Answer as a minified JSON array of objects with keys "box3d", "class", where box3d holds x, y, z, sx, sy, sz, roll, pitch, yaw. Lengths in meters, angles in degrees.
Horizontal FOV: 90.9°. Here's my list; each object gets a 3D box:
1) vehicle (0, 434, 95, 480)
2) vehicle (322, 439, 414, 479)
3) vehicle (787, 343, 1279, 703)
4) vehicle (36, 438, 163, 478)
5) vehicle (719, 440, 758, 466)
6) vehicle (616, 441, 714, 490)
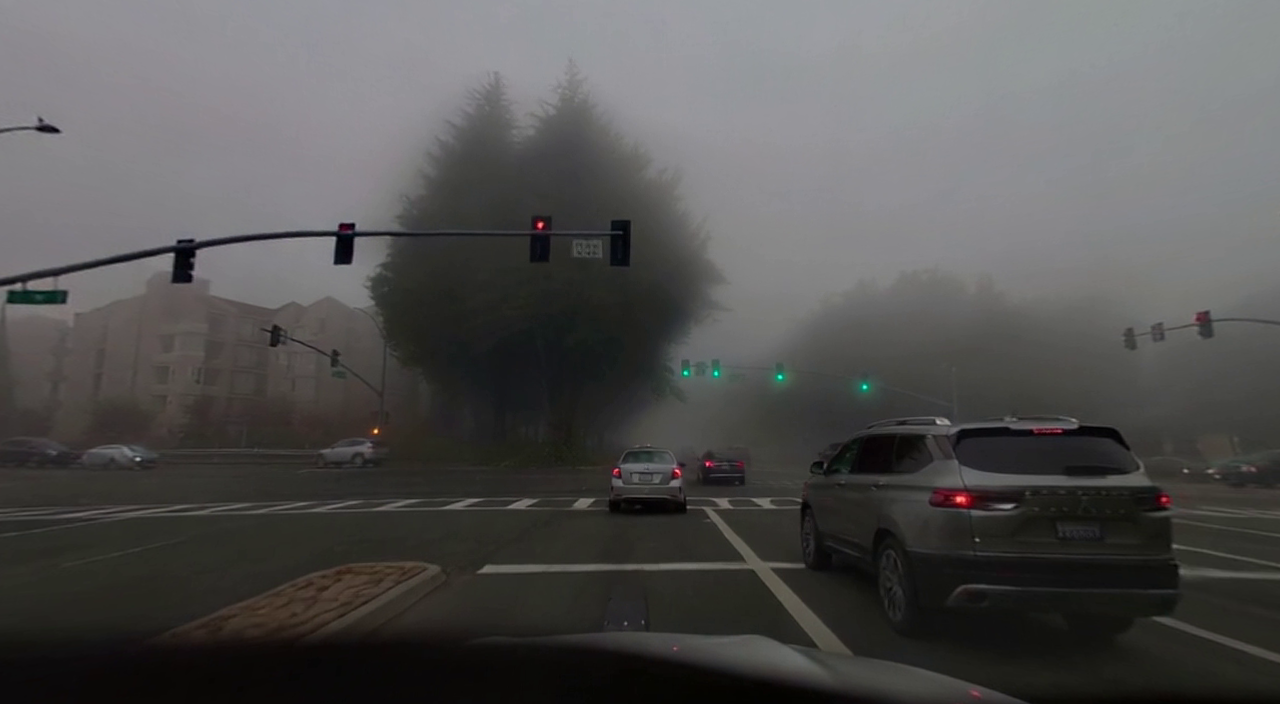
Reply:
[{"box3d":[-27.708,4.630,28.133,4.689,1.734,2.034,4,-8,-1],"class":"vehicle"},{"box3d":[-12.445,4.855,28.787,4.020,1.705,2.099,-7,-11,38],"class":"vehicle"},{"box3d":[2.725,1.183,4.658,2.115,1.737,4.642,0,-9,0],"class":"vehicle"},{"box3d":[-26.688,5.202,31.236,4.365,1.629,2.004,4,-8,1],"class":"vehicle"},{"box3d":[7.353,7.626,47.522,2.105,1.830,4.610,0,-9,-1],"class":"vehicle"},{"box3d":[0.724,3.856,21.685,2.009,1.480,4.423,3,-9,-17],"class":"vehicle"}]
